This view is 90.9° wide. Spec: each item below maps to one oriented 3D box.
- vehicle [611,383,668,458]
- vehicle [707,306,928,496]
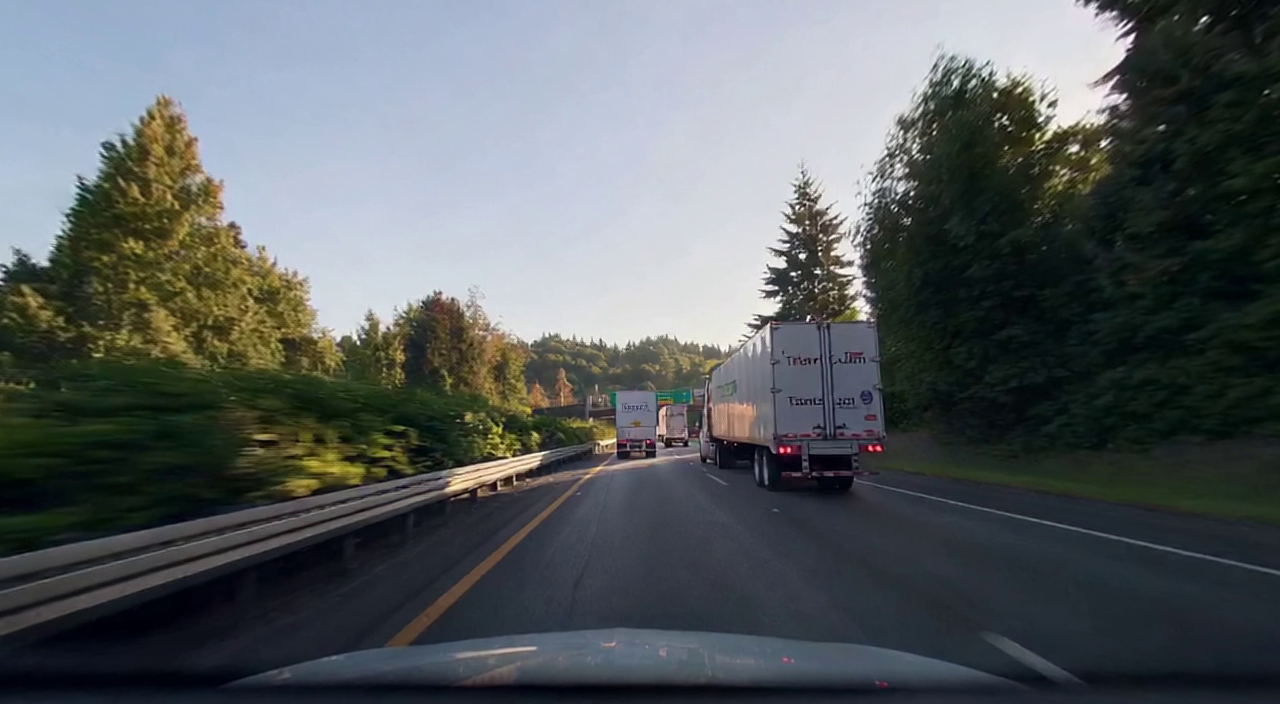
[{"bbox_3d":[-0.114,4.227,37.908,2.958,3.917,10.196,0,-8,-1],"label":"vehicle"},{"bbox_3d":[4.615,1.991,20.976,2.856,4.145,14.500,0,-8,-1],"label":"vehicle"}]
